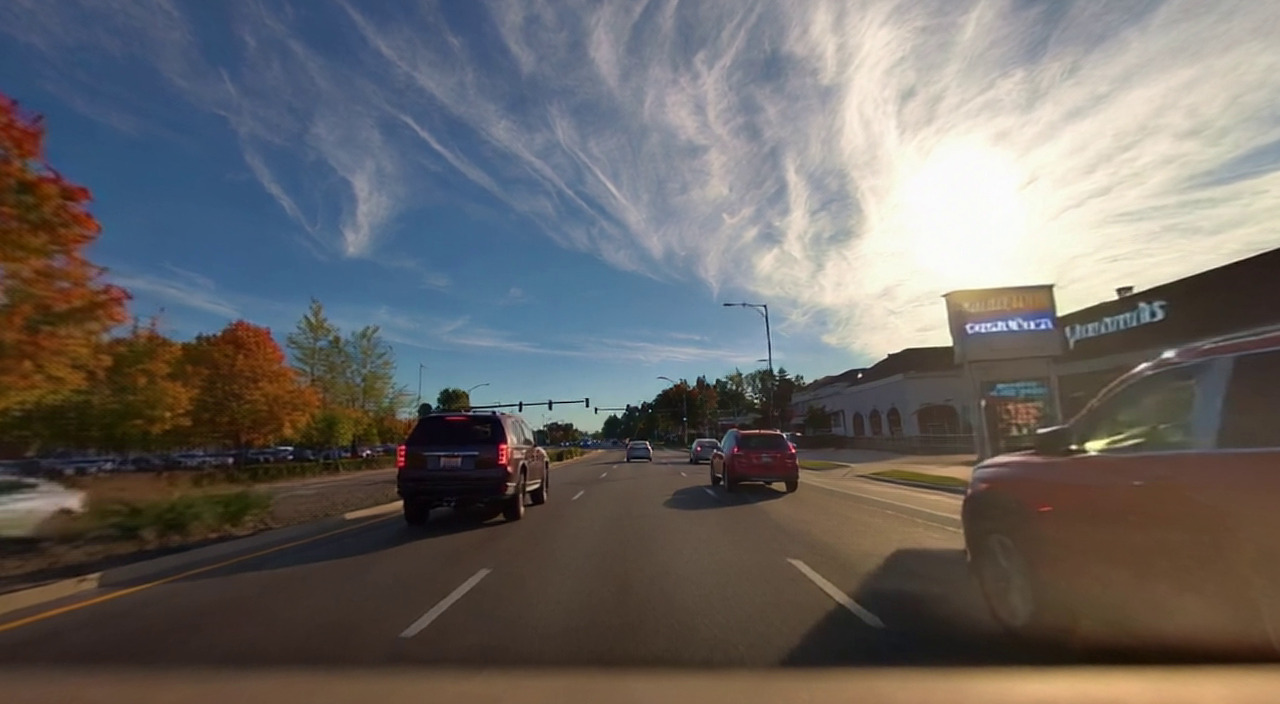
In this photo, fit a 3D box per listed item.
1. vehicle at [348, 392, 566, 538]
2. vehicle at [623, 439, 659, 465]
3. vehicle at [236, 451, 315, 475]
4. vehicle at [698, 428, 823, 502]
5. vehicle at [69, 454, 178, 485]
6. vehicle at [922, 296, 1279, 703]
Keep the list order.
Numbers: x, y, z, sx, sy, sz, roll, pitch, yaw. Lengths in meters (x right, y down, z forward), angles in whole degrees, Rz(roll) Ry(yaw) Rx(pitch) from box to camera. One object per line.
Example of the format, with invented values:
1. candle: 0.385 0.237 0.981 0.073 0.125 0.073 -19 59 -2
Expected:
1. vehicle: -2.902 1.987 11.656 2.368 2.037 5.319 0 -8 0
2. vehicle: 0.017 5.932 37.546 2.008 1.464 4.052 0 -8 -1
3. vehicle: -28.030 8.562 48.721 4.862 1.478 2.057 -4 -9 -2
4. vehicle: 2.843 2.810 16.152 2.174 1.596 4.779 0 -8 -1
5. vehicle: -28.826 6.537 35.366 4.441 1.625 1.916 -1 -8 3
6. vehicle: 2.849 0.703 1.798 2.018 1.719 4.369 0 -8 -1
